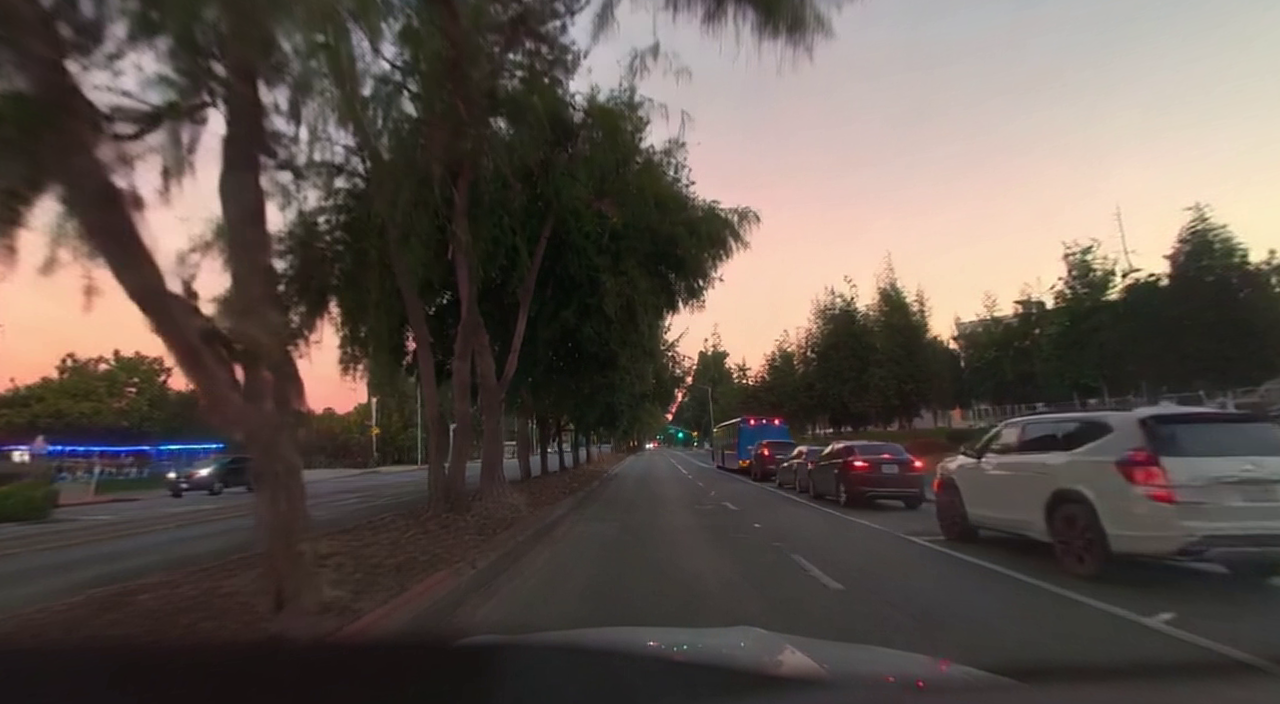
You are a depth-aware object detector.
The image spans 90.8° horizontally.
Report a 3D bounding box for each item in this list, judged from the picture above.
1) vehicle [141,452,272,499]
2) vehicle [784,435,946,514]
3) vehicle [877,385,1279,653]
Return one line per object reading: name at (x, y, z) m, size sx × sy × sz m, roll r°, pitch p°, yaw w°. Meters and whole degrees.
vehicle at (-19.083, 5.422, 28.174) m, size 2.166 × 1.804 × 4.897 m, roll -1°, pitch -8°, yaw 3°
vehicle at (4.726, 2.626, 14.098) m, size 1.973 × 1.465 × 4.440 m, roll 0°, pitch -8°, yaw 0°
vehicle at (4.656, 1.438, 6.752) m, size 2.051 × 1.663 × 5.441 m, roll 0°, pitch -8°, yaw -1°
